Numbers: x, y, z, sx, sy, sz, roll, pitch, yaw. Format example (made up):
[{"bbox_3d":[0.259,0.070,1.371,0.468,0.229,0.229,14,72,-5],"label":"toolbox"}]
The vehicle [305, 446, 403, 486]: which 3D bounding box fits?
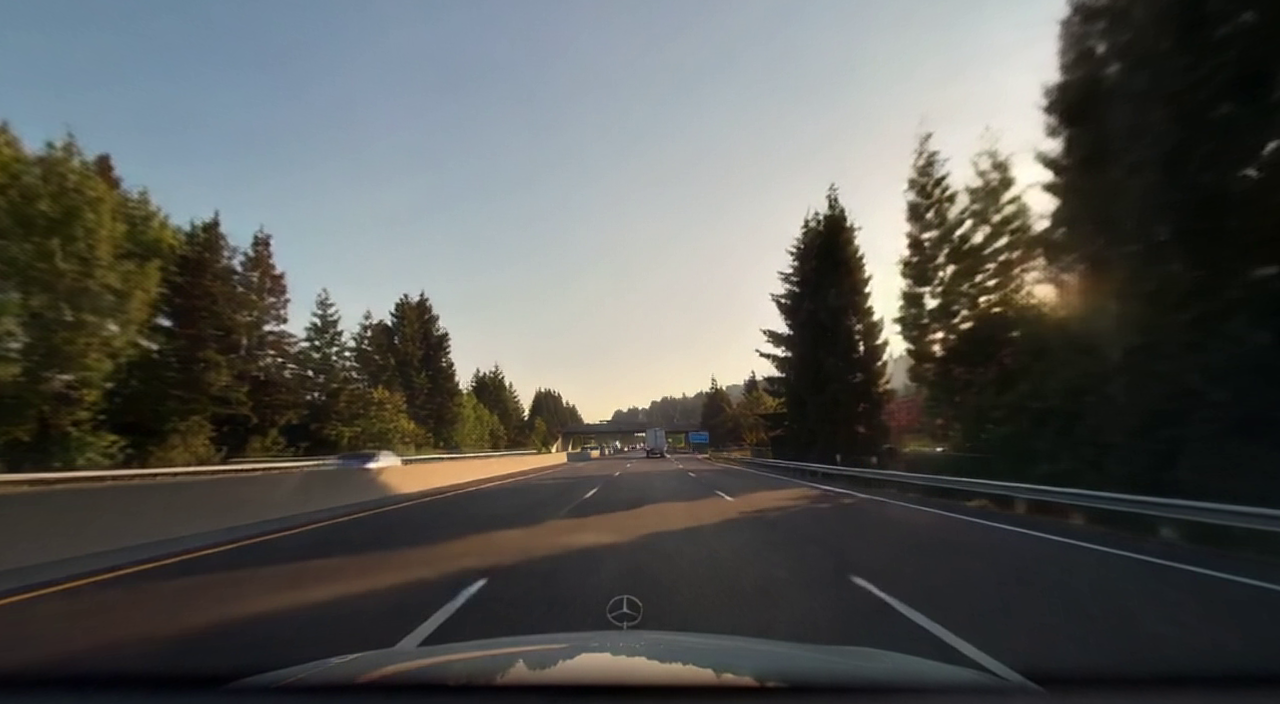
[{"bbox_3d":[-12.355,4.953,27.632,2.151,1.566,4.614,0,-9,0],"label":"vehicle"}]
